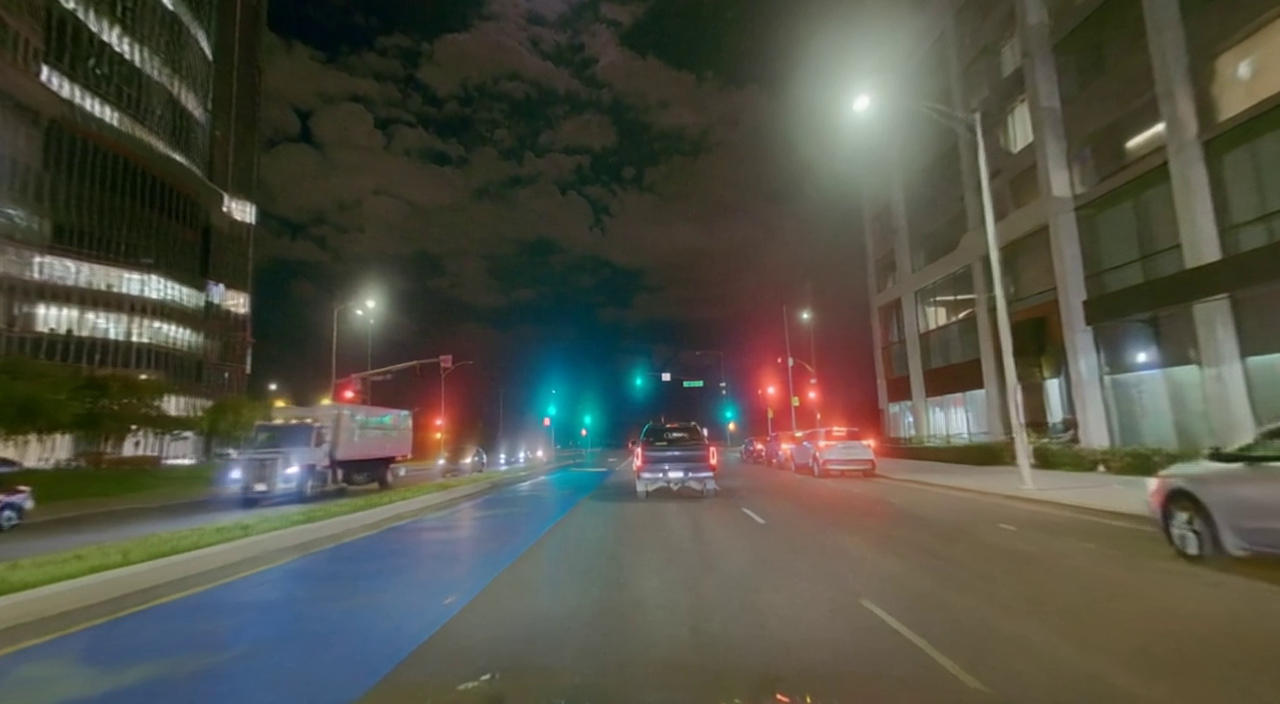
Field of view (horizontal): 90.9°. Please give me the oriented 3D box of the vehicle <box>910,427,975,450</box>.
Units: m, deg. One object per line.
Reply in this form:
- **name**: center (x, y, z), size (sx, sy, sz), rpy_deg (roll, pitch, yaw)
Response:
- **vehicle**: center (23.301, 6.699, 48.671), size (3.973, 1.623, 2.024), rpy_deg (-1, -9, 0)

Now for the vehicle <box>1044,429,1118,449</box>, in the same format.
- **vehicle**: center (33.791, 6.704, 48.428), size (4.275, 1.487, 1.781), rpy_deg (0, -9, 1)

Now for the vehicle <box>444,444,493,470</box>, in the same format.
- **vehicle**: center (-10.908, 6.676, 40.423), size (2.019, 1.547, 4.315), rpy_deg (0, -9, -2)

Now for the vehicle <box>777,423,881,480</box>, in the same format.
- **vehicle**: center (6.714, 3.629, 23.086), size (2.205, 1.823, 5.078), rpy_deg (0, -9, 0)

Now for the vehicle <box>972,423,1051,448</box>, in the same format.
- **vehicle**: center (28.566, 6.475, 48.588), size (4.655, 1.852, 2.161), rpy_deg (0, -9, -1)

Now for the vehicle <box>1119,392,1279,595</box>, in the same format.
- **vehicle**: center (6.630, 1.082, 4.496), size (2.088, 1.761, 5.697), rpy_deg (0, -9, 2)

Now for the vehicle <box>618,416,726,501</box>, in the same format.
- **vehicle**: center (0.597, 2.567, 15.449), size (2.283, 1.773, 4.255), rpy_deg (0, -9, -2)

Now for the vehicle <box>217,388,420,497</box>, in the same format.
- **vehicle**: center (-13.442, 4.045, 28.145), size (3.101, 3.878, 10.902), rpy_deg (0, -9, 1)
